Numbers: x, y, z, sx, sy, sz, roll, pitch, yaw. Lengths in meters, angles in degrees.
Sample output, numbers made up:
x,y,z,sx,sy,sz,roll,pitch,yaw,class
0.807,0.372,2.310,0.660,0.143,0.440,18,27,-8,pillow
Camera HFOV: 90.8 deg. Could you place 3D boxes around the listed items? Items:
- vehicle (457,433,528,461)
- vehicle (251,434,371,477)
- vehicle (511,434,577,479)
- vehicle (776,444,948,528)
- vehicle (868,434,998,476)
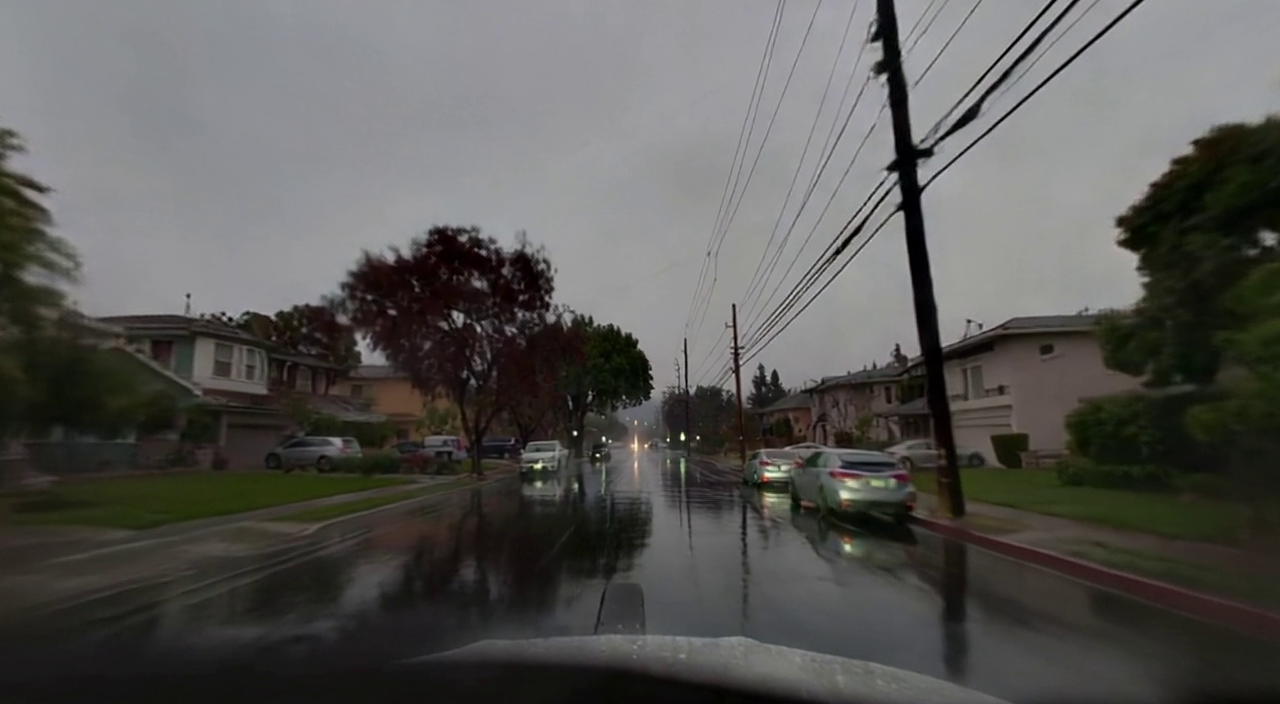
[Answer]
x,y,z,sx,sy,sz,roll,pitch,yaw,class
-11.433,7.416,49.264,4.962,1.866,2.075,3,-9,-1,vehicle
-13.938,4.355,26.717,4.702,1.675,1.984,-4,-9,26,vehicle
-4.271,4.709,28.945,2.164,1.810,5.044,1,-8,1,vehicle
4.416,2.700,13.420,2.031,1.471,4.328,0,-9,-1,vehicle
12.540,4.446,27.306,4.583,1.709,1.977,-1,-9,5,vehicle
